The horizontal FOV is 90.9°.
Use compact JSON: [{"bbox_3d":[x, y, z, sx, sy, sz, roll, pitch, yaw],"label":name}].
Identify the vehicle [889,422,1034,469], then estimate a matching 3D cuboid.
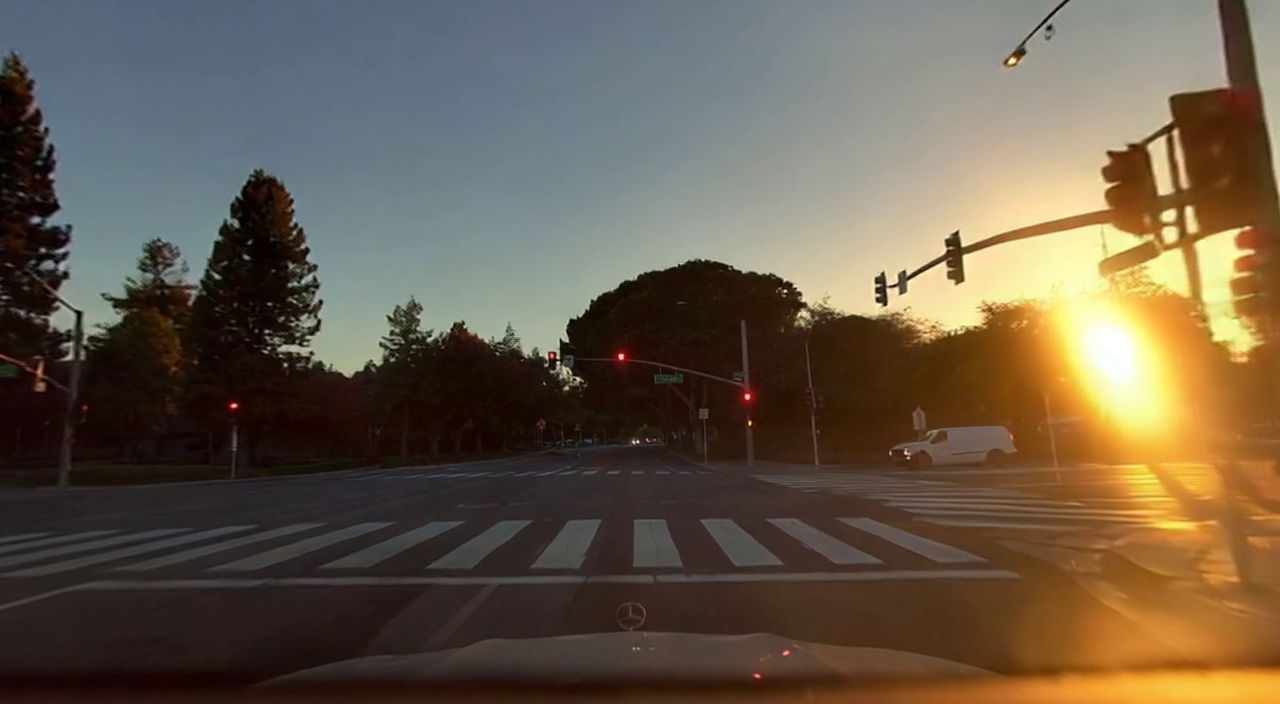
[{"bbox_3d":[12.964,3.802,25.636,4.790,1.798,1.909,0,-8,1],"label":"vehicle"}]
